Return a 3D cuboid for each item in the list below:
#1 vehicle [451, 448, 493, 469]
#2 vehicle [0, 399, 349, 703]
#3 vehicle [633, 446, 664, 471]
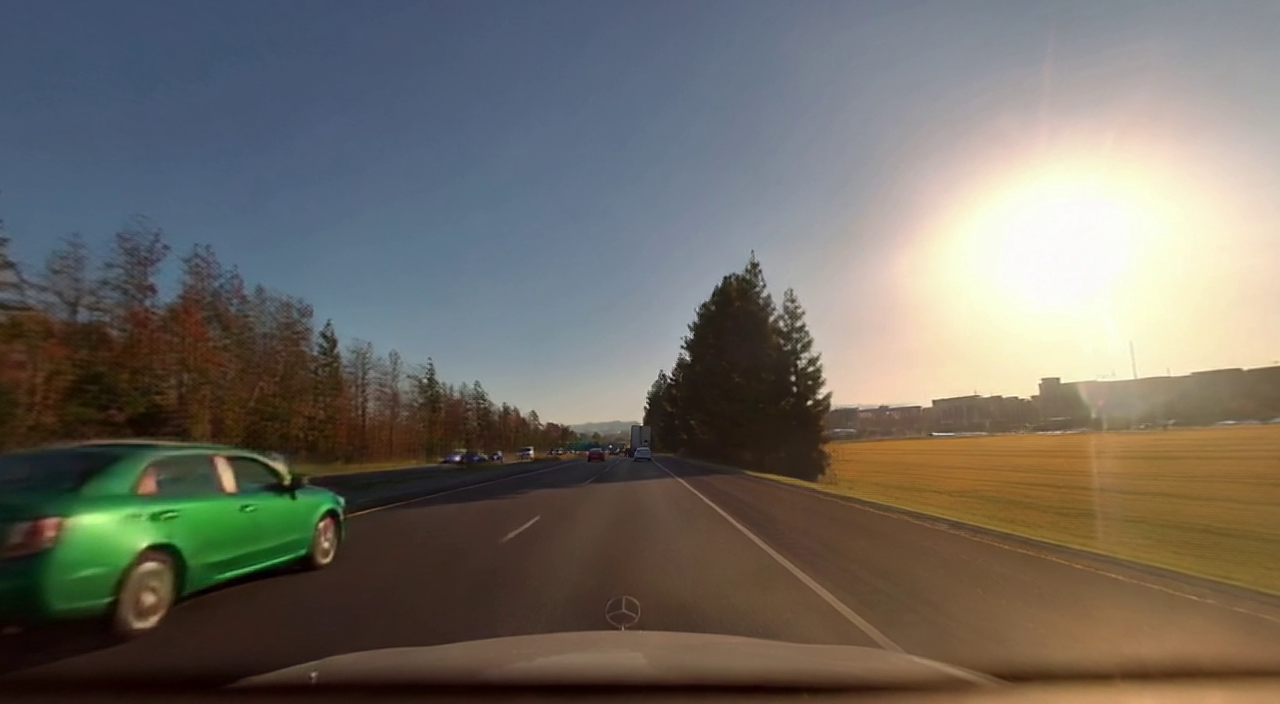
[{"bbox_3d":[-12.809,8.138,48.257,1.965,1.523,4.502,0,-9,0],"label":"vehicle"},{"bbox_3d":[-4.252,1.281,4.794,2.172,1.548,3.953,0,-9,0],"label":"vehicle"},{"bbox_3d":[0.526,7.141,42.389,1.992,1.593,3.937,0,-9,-1],"label":"vehicle"}]
